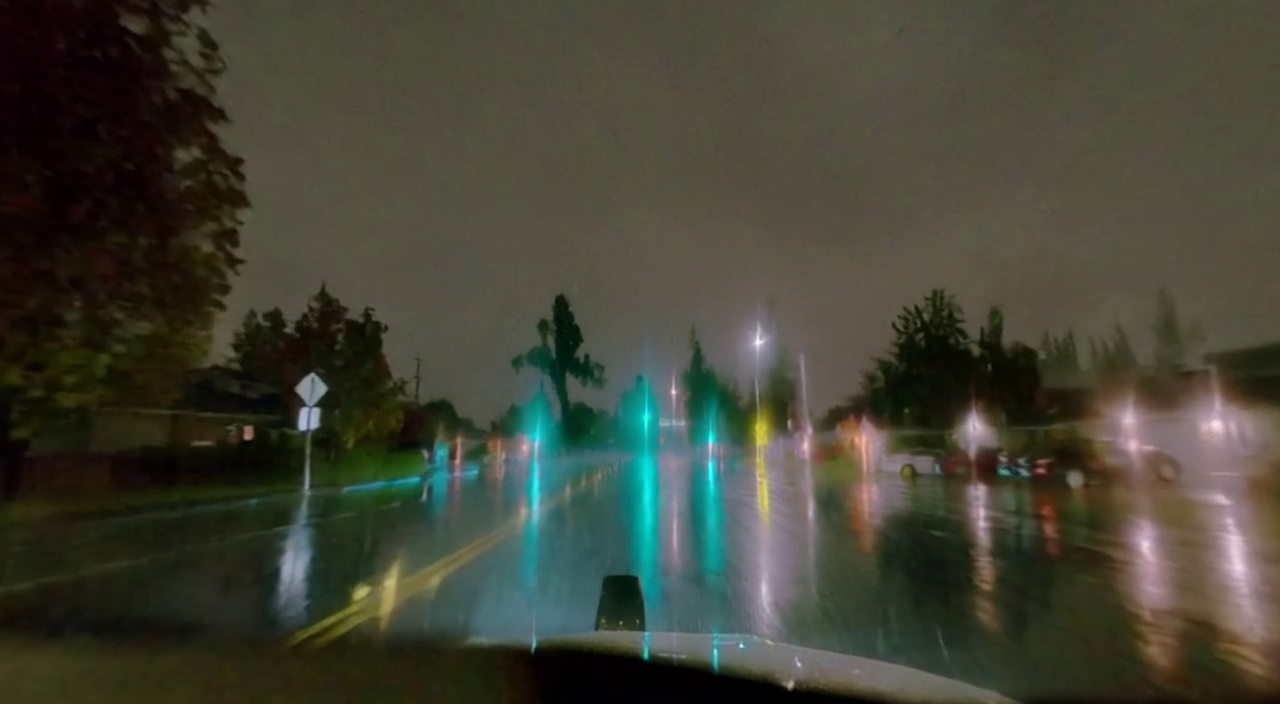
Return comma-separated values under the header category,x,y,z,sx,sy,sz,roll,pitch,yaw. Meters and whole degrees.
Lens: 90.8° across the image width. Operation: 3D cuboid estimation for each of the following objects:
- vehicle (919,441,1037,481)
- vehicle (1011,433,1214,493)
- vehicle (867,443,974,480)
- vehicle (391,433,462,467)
category,x,y,z,sx,sy,sz,roll,pitch,yaw
vehicle,15.430,4.988,29.021,4.234,1.491,1.940,-4,-7,1
vehicle,15.124,3.552,20.430,4.854,1.803,2.179,1,-9,-4
vehicle,14.308,5.592,32.425,4.466,1.578,1.968,-3,-7,0
vehicle,-15.170,7.050,45.404,2.653,2.232,6.273,0,-9,2
